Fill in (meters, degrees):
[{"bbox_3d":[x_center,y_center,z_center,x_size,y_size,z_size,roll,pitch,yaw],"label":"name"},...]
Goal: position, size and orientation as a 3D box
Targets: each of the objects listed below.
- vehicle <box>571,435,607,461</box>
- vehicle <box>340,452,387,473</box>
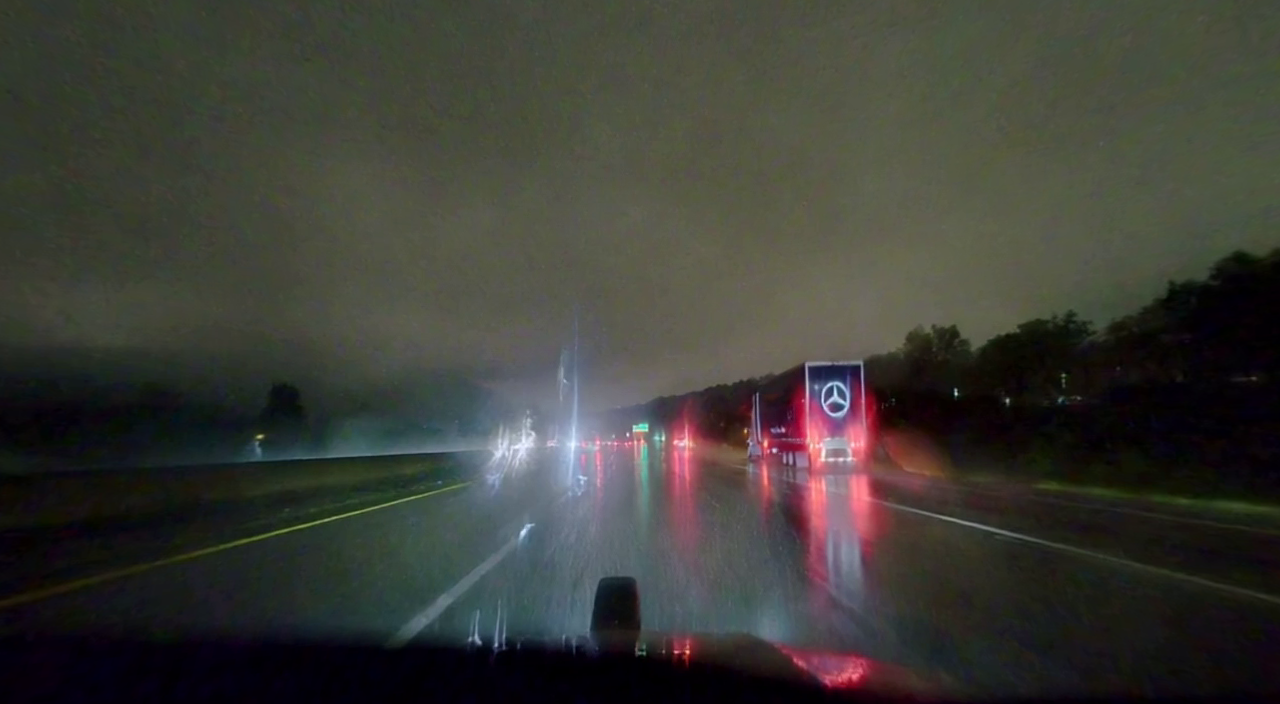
[{"bbox_3d":[-3.631,6.917,45.459,2.241,1.773,4.482,0,-8,-1],"label":"vehicle"},{"bbox_3d":[-20.258,8.121,46.230,1.674,1.371,3.887,-1,-8,0],"label":"vehicle"}]
